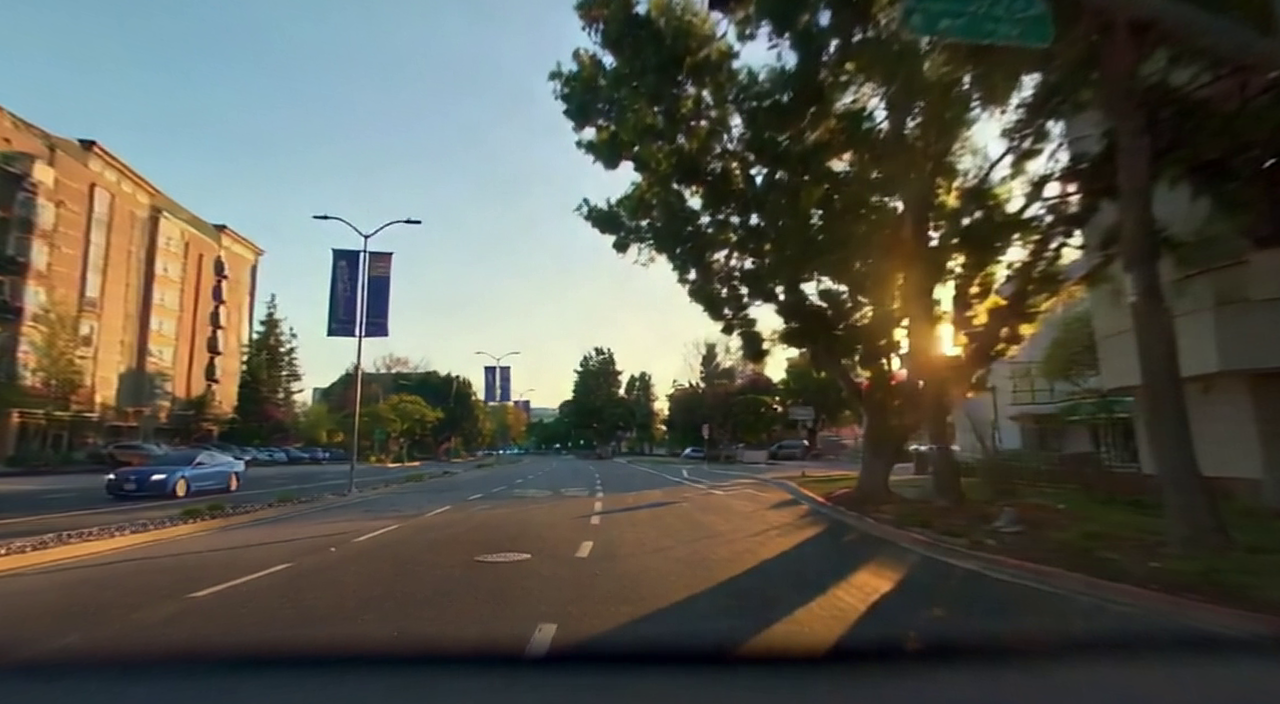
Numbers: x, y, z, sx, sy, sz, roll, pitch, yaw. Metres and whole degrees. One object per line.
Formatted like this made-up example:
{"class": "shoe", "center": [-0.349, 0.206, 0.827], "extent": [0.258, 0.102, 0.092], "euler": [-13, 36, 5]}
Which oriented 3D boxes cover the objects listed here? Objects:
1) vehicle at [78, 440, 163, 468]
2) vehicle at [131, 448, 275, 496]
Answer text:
{"class": "vehicle", "center": [-39.892, 7.823, 48.642], "extent": [4.579, 1.962, 2.161], "euler": [2, -8, -25]}
{"class": "vehicle", "center": [-15.921, 4.349, 23.408], "extent": [2.152, 1.521, 4.767], "euler": [0, -8, -4]}
